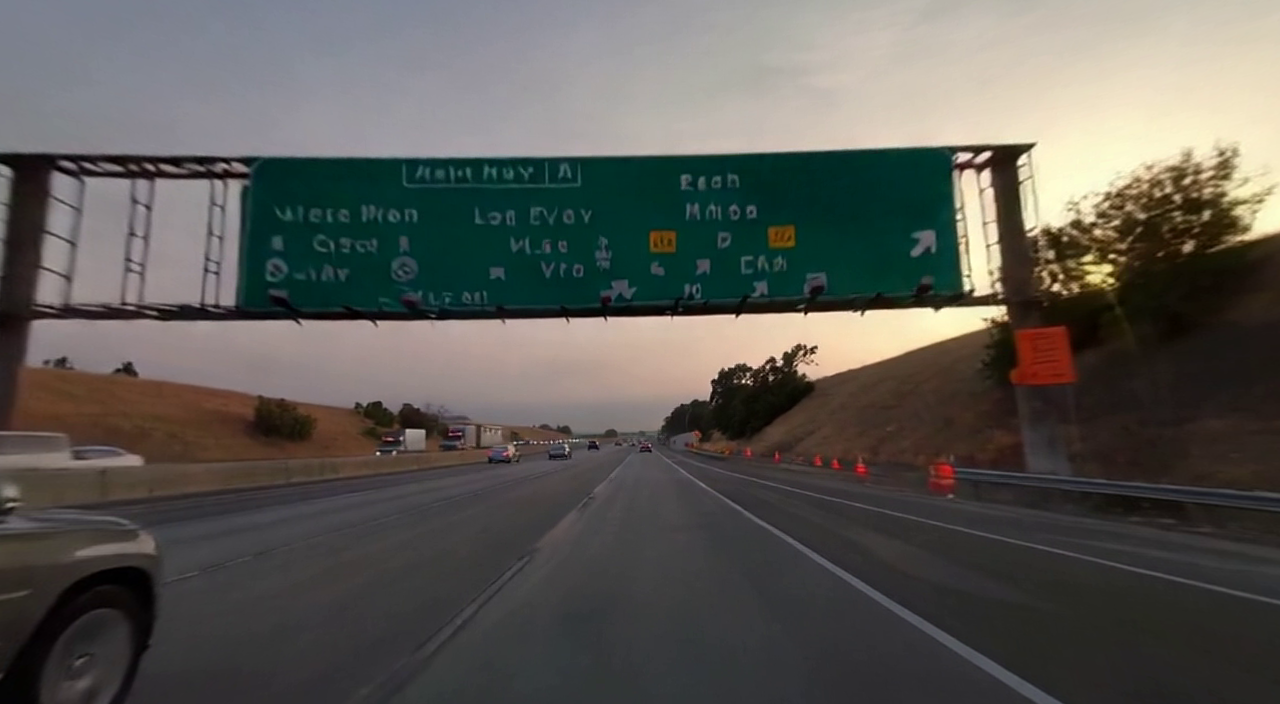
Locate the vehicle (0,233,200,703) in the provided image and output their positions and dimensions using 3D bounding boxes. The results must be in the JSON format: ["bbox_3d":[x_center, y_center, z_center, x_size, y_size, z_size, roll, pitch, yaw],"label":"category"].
[{"bbox_3d":[-3.482,0.271,0.139,2.366,1.998,6.033,0,-9,0],"label":"vehicle"}]

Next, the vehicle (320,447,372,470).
[{"bbox_3d":[-19.275,6.989,41.497,1.611,1.444,3.667,0,-9,1],"label":"vehicle"}]
